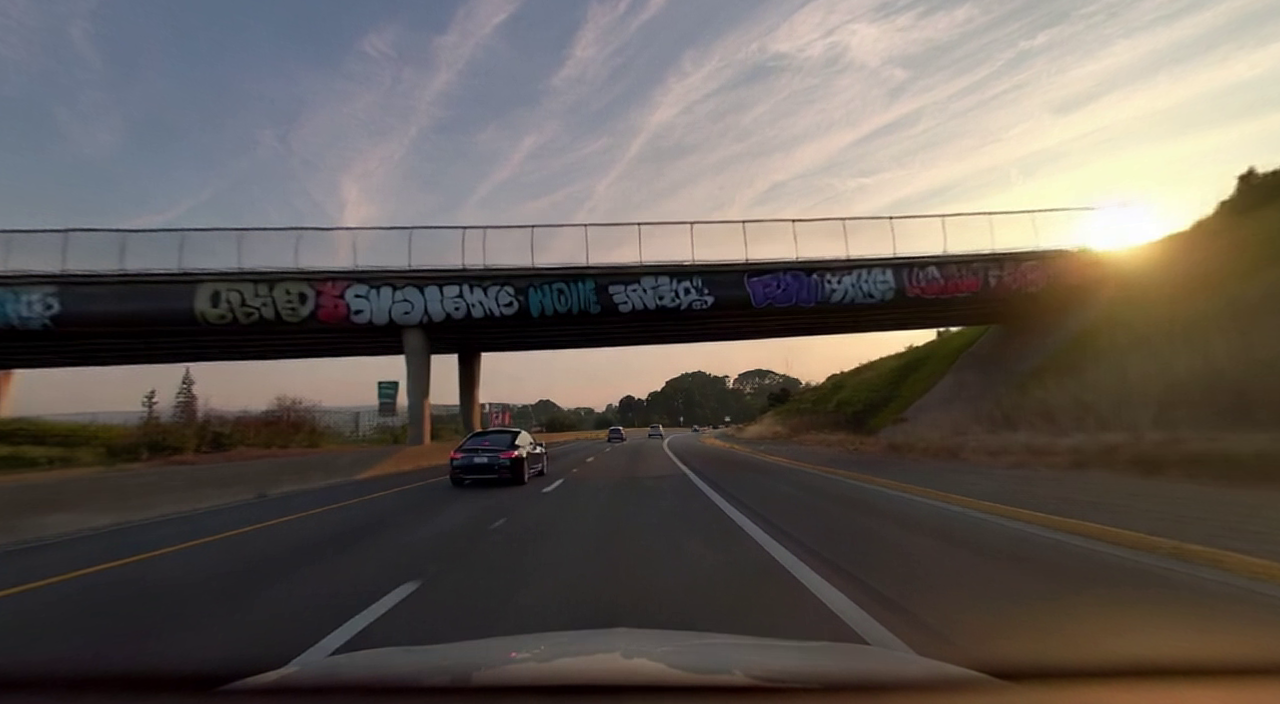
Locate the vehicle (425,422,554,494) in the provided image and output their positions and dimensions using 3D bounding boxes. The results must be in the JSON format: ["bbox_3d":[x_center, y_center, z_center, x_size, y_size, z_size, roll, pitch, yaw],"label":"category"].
[{"bbox_3d":[-3.614,2.634,16.151,2.108,1.555,4.574,0,-8,1],"label":"vehicle"}]
